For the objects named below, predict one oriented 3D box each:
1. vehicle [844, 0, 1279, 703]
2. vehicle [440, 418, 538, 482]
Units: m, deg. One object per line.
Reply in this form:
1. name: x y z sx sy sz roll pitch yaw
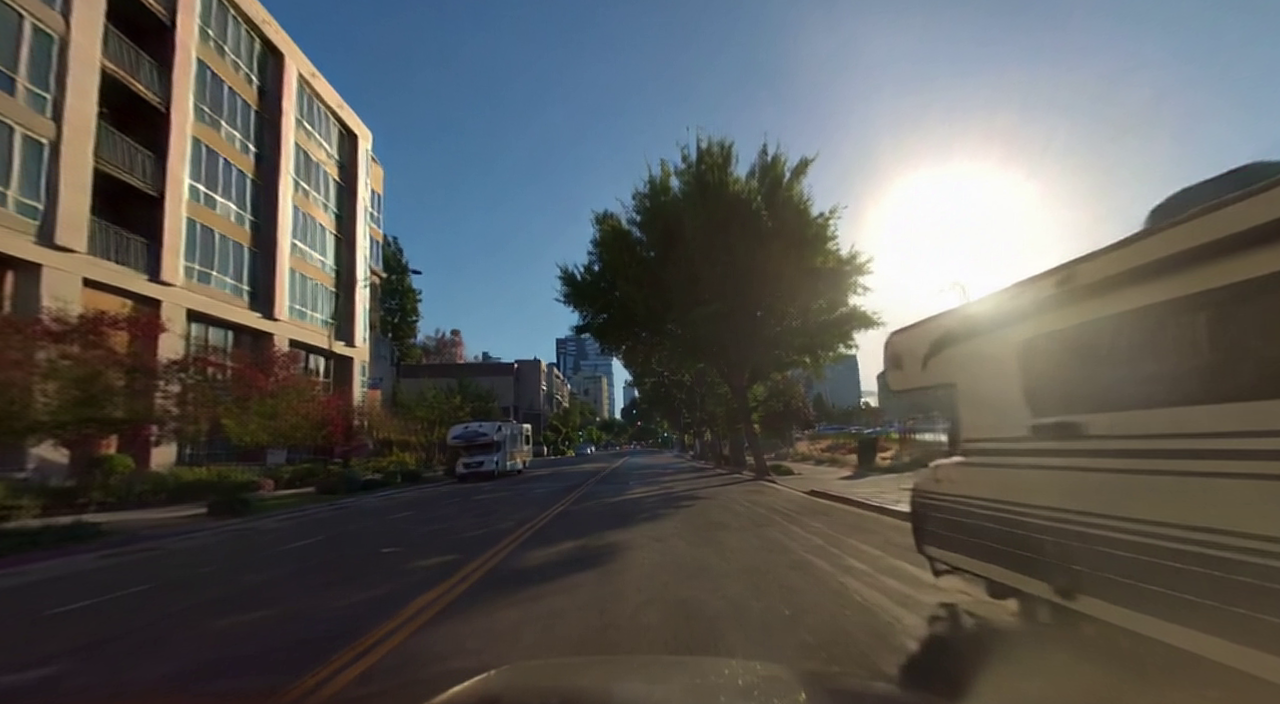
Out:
1. vehicle: 3.746 0.082 1.932 3.074 3.099 8.805 1 -8 -2
2. vehicle: -7.251 4.810 31.597 3.108 2.771 7.999 0 -8 -1
